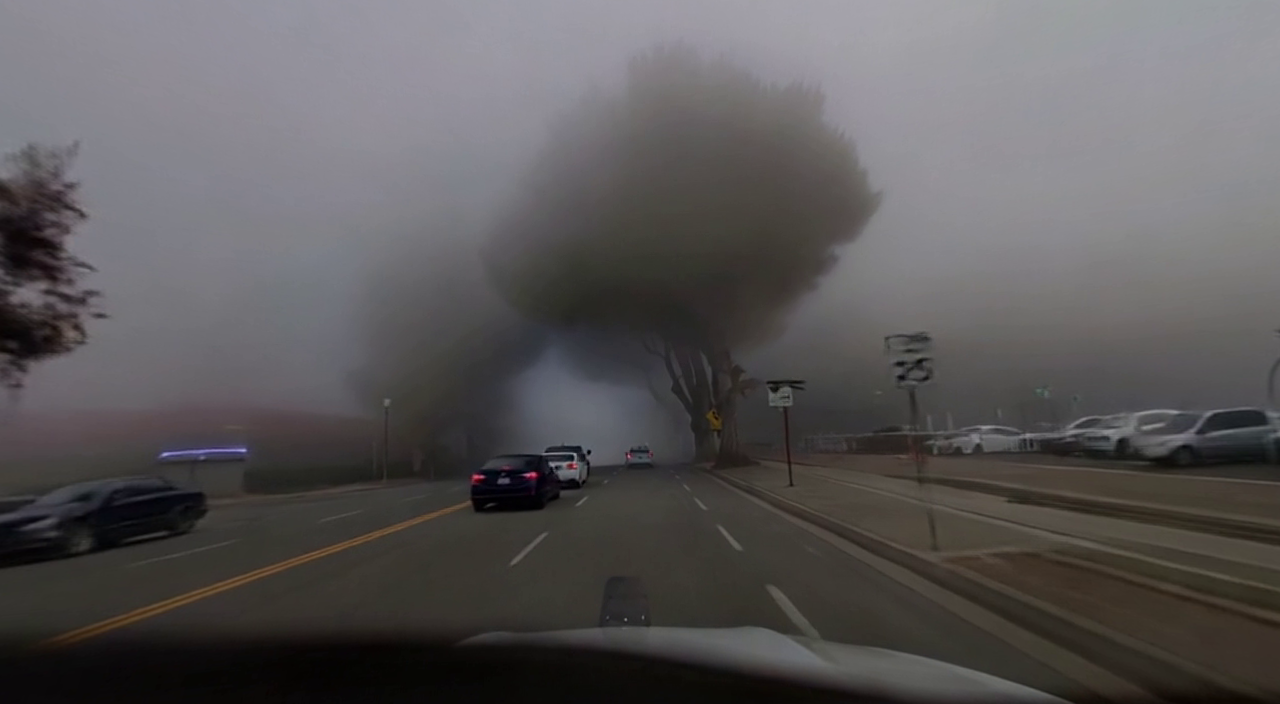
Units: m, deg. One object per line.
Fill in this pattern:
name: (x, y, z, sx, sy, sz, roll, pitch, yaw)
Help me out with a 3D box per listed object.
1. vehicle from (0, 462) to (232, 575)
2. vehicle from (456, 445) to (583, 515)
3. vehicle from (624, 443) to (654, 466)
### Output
vehicle: (-11.313, 3.427, 13.480, 1.978, 1.640, 4.695, -9, -8, 0)
vehicle: (-2.679, 2.961, 15.247, 2.099, 1.424, 4.609, 0, -8, 1)
vehicle: (-0.123, 7.027, 43.507, 2.020, 1.478, 3.922, 0, -8, -2)
